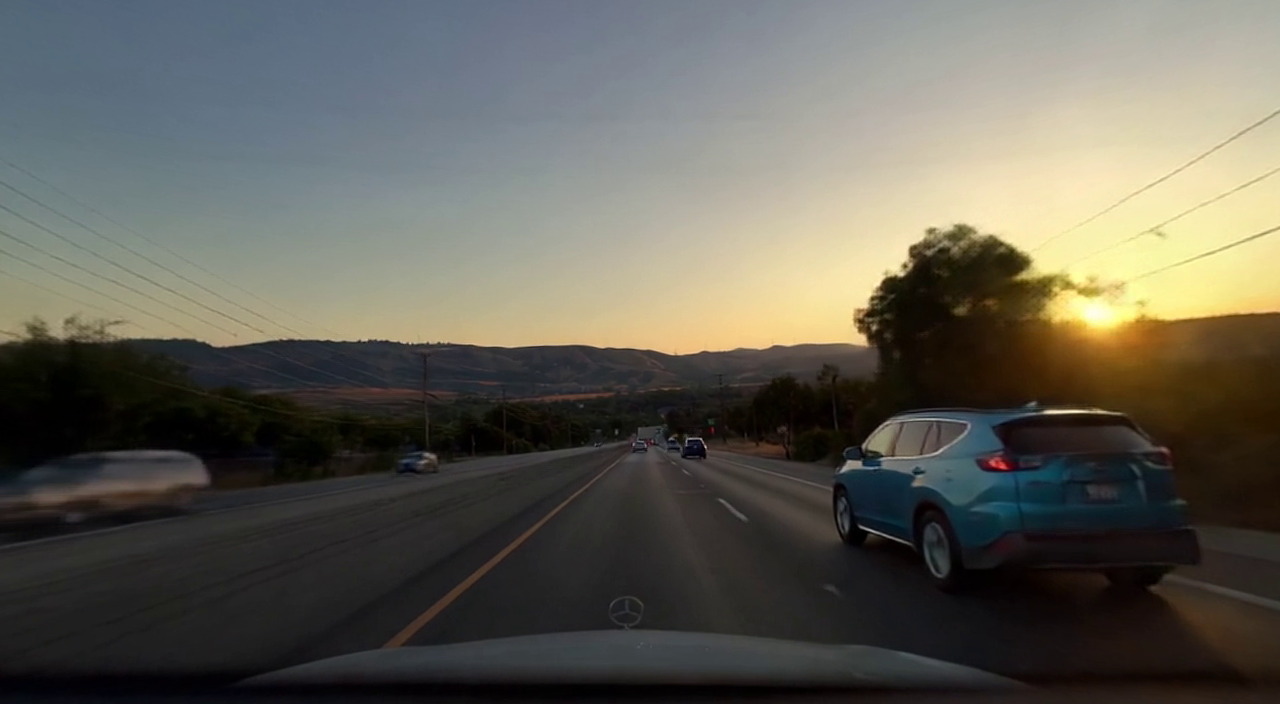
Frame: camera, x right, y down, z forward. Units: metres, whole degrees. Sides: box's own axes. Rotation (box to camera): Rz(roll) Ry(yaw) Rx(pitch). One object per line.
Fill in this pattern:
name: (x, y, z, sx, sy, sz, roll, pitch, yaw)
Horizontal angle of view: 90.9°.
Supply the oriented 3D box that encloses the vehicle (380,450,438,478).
vehicle: (-15.958, 7.767, 43.915, 2.105, 1.748, 4.948, 0, -8, 1)
